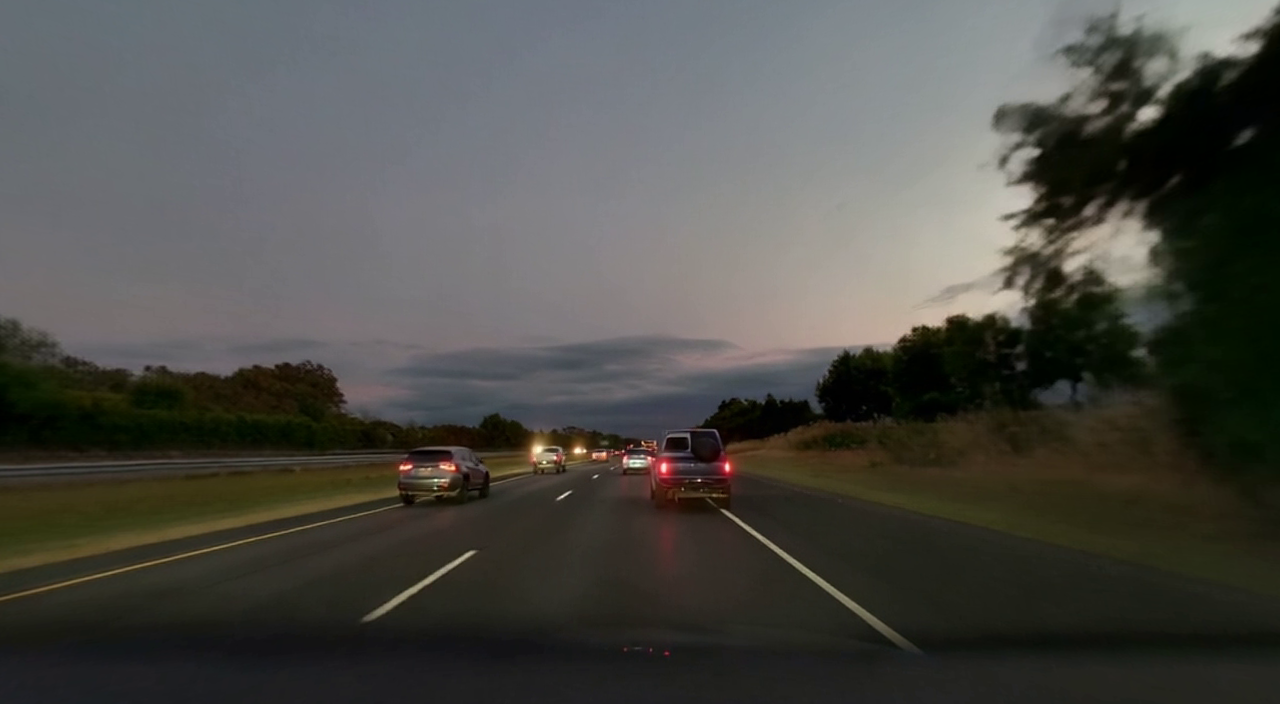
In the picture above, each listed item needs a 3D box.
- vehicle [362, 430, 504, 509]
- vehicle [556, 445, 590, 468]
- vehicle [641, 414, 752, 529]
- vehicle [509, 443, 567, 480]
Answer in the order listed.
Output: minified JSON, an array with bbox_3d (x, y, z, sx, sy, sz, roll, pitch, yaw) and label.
[{"bbox_3d":[-4.786,2.780,15.317,1.934,1.642,4.201,0,-9,2],"label":"vehicle"},{"bbox_3d":[-4.536,7.180,43.420,1.855,1.527,4.209,0,-9,0],"label":"vehicle"},{"bbox_3d":[0.958,2.328,12.699,1.825,1.920,3.960,0,-9,0],"label":"vehicle"},{"bbox_3d":[-4.493,4.850,28.189,1.867,1.489,3.829,0,-9,1],"label":"vehicle"}]
